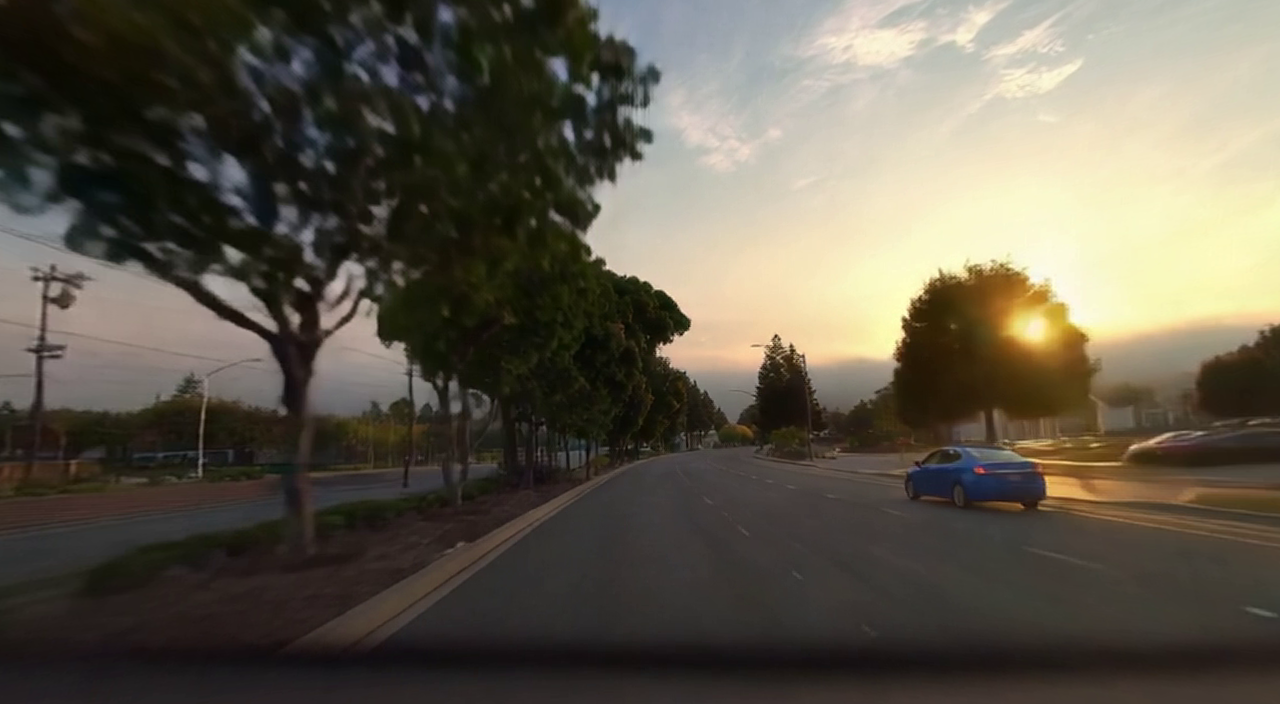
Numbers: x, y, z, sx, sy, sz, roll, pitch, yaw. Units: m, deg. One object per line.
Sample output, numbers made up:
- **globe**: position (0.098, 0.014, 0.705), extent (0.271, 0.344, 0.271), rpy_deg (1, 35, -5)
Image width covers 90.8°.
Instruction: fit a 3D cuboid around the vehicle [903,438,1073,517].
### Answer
- **vehicle**: position (7.501, 2.710, 14.046), extent (1.797, 1.518, 3.433), rpy_deg (-1, -9, 1)
